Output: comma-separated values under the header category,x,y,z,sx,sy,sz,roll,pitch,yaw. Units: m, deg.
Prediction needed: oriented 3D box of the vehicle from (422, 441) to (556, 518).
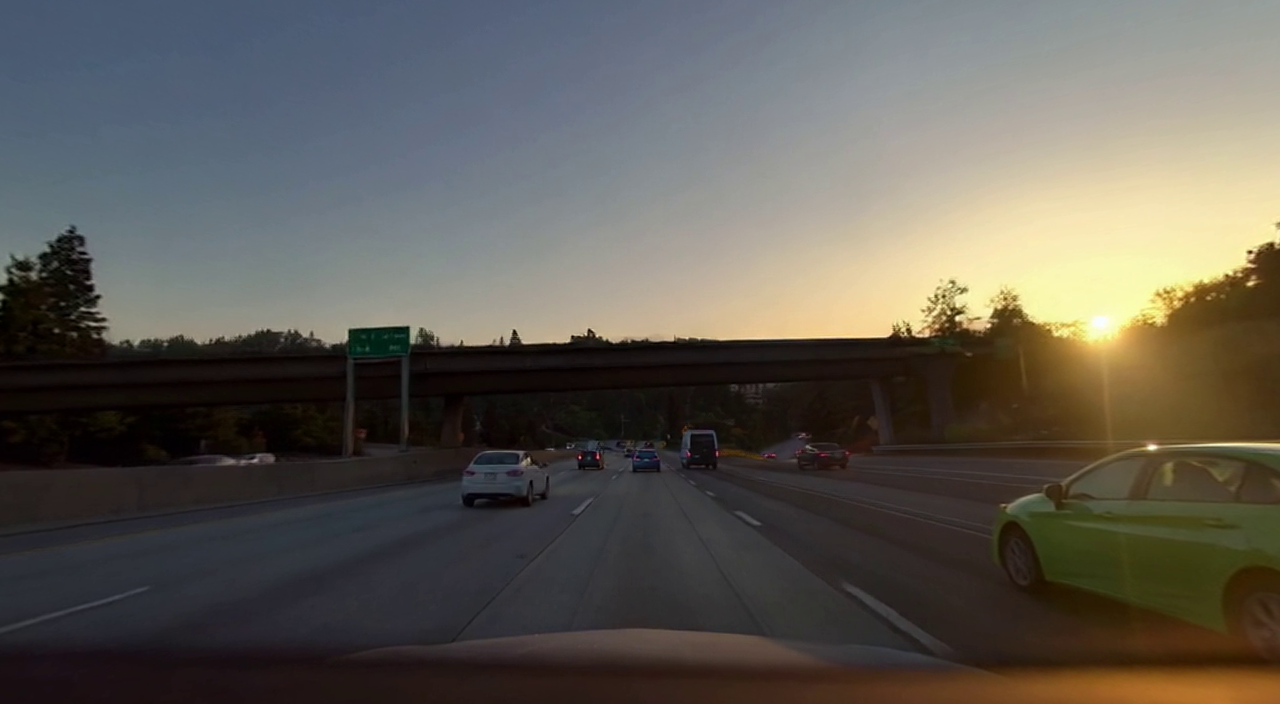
category,x,y,z,sx,sy,sz,roll,pitch,yaw
vehicle,-3.385,2.926,15.032,2.137,1.562,3.926,0,-8,2

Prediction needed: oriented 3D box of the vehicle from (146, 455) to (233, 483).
category,x,y,z,sx,sy,sz,roll,pitch,yaw
vehicle,-26.289,6.808,36.971,1.981,1.424,4.195,0,-9,0

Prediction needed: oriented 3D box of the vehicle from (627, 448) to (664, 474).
category,x,y,z,sx,sy,sz,roll,pitch,yaw
vehicle,0.304,6.688,38.765,2.174,1.467,4.005,0,-8,0

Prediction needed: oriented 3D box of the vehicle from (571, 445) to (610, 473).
category,x,y,z,sx,sy,sz,roll,pitch,yaw
vehicle,-3.209,6.981,41.349,2.078,1.706,4.298,-1,-8,2

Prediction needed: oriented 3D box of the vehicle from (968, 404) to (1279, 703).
category,x,y,z,sx,sy,sz,roll,pitch,yaw
vehicle,4.070,1.100,3.467,2.085,1.558,4.466,0,-8,-1

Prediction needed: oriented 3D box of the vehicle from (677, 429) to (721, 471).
category,x,y,z,sx,sy,sz,roll,pitch,yaw
vehicle,4.117,7.014,45.313,2.436,2.745,6.607,0,-9,-1
